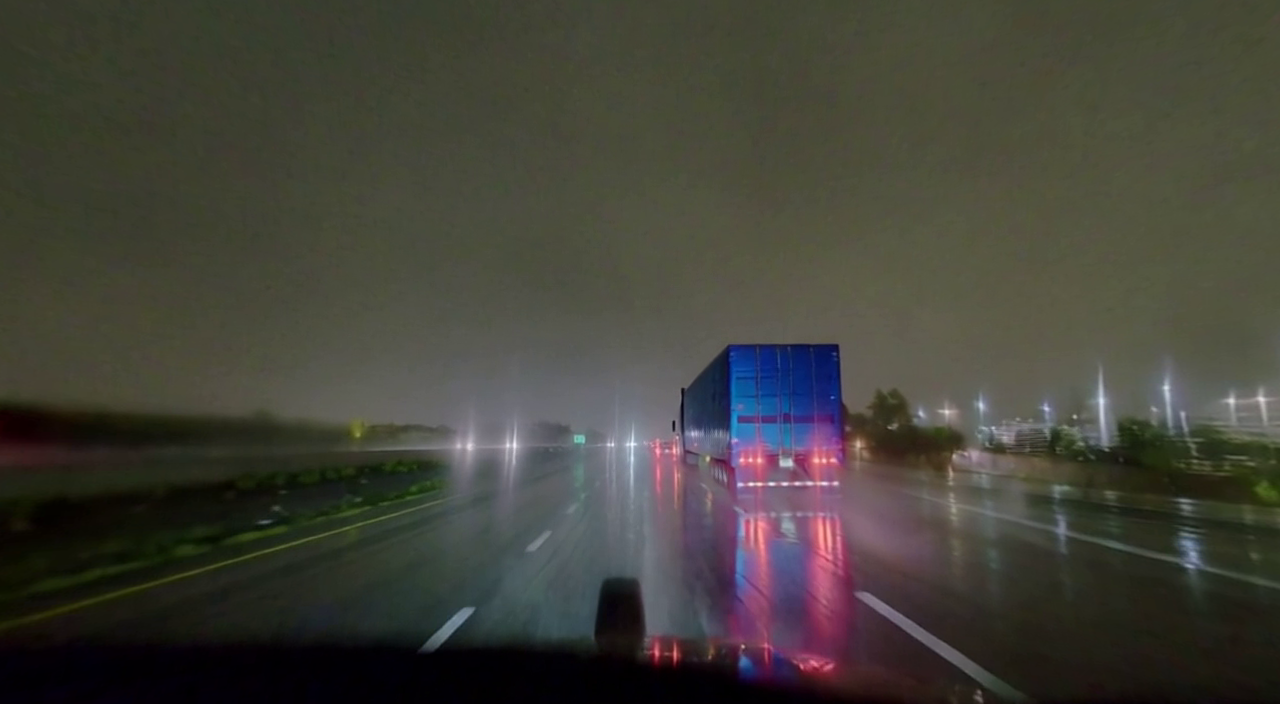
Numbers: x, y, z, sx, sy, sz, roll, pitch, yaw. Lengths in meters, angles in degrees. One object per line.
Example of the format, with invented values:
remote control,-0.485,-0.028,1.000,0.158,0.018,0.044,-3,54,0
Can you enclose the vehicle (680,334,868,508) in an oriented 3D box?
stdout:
vehicle,3.720,2.861,23.317,3.462,4.177,16.311,0,-9,0
